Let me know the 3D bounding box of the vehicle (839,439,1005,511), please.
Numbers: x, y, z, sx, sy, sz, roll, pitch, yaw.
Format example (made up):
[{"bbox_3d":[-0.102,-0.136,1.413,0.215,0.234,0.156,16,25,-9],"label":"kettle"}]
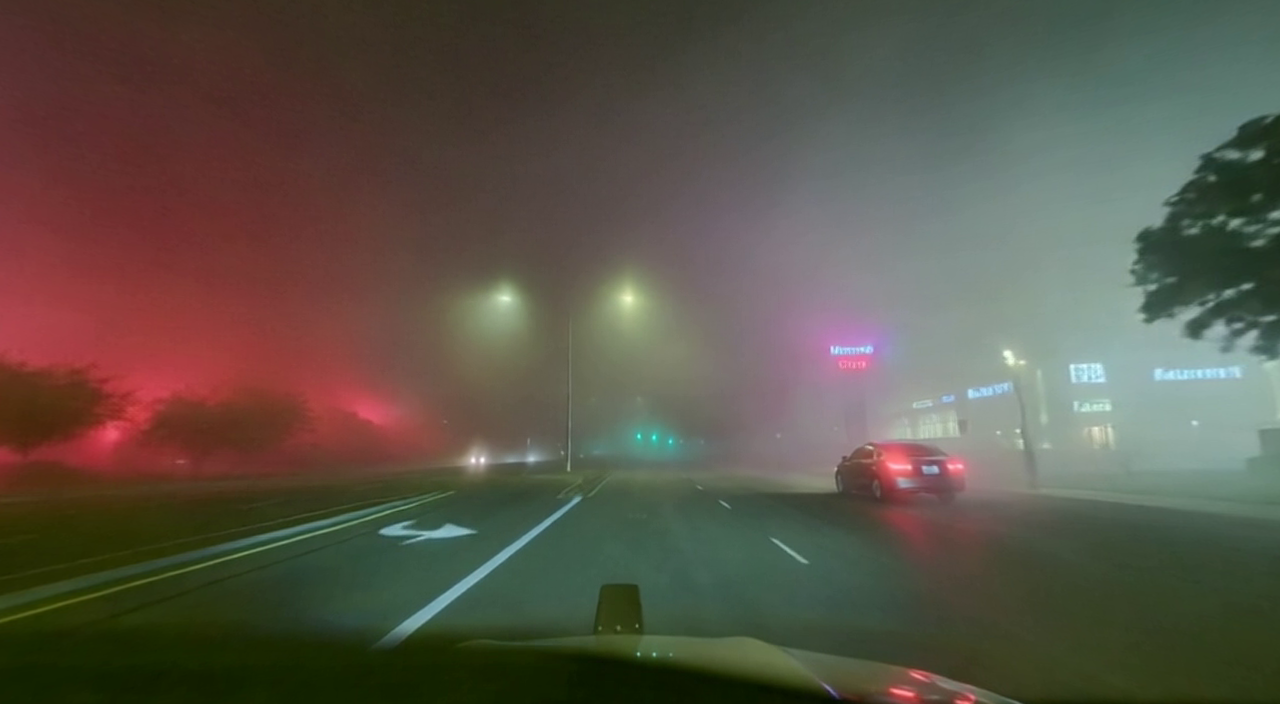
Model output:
[{"bbox_3d":[6.771,2.968,15.861,1.913,1.504,4.738,0,-8,-1],"label":"vehicle"}]
